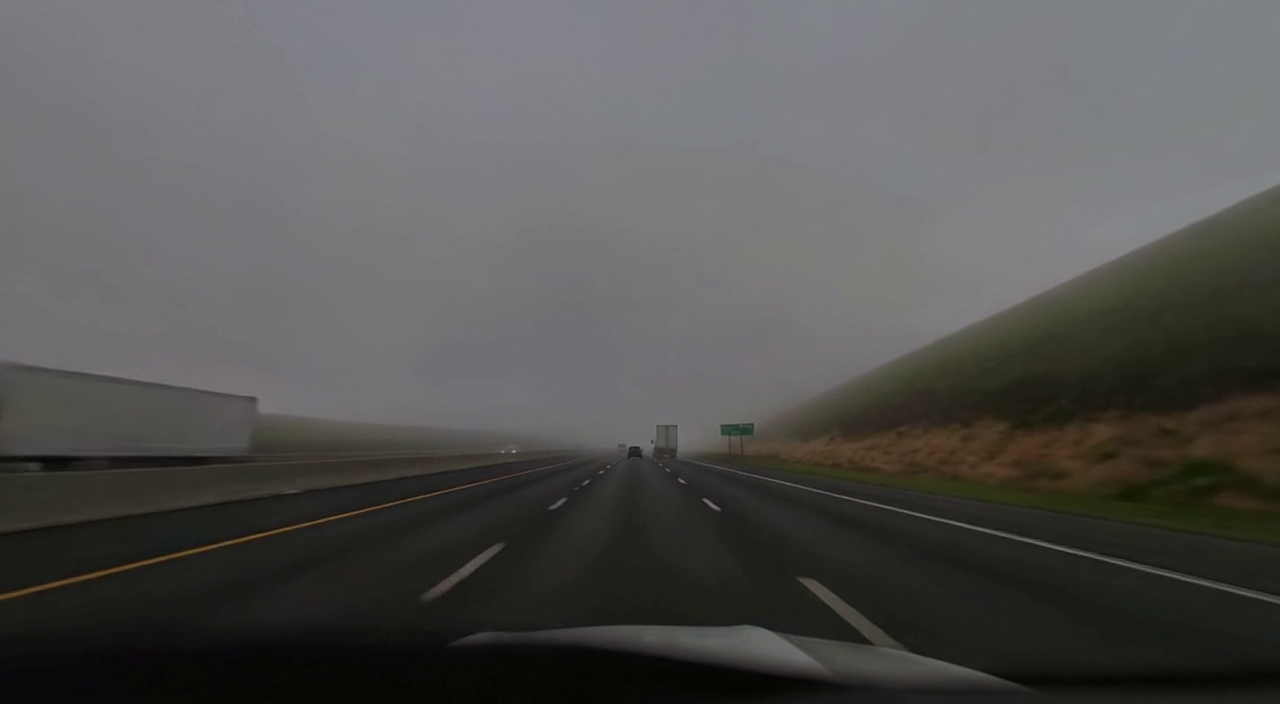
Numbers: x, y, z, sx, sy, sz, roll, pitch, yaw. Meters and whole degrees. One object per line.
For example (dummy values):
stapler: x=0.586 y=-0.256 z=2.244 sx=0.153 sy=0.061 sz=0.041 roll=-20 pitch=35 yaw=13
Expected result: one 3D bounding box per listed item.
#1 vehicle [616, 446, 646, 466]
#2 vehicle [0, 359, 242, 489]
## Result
vehicle: x=-0.679 y=7.986 z=48.563 sx=2.209 sy=1.453 sz=3.695 roll=0 pitch=-9 yaw=-1
vehicle: x=-19.216 y=2.548 z=20.863 sx=3.132 sy=3.540 sz=13.884 roll=0 pitch=-9 yaw=0
